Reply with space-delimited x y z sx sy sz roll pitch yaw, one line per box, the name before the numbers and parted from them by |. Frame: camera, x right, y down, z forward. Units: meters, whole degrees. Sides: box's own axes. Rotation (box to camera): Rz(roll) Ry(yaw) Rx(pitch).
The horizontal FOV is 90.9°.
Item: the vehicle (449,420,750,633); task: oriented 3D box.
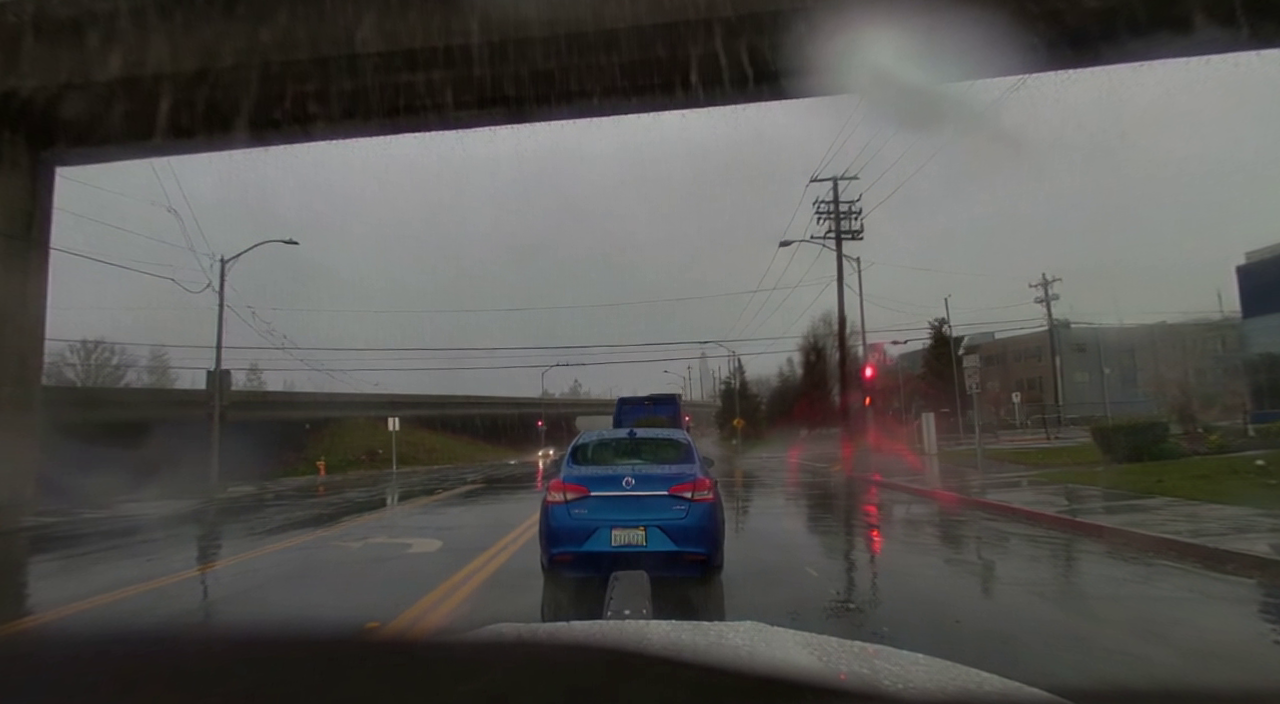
vehicle | -0.248 1.525 6.471 2.090 1.458 4.033 -1 -9 1
